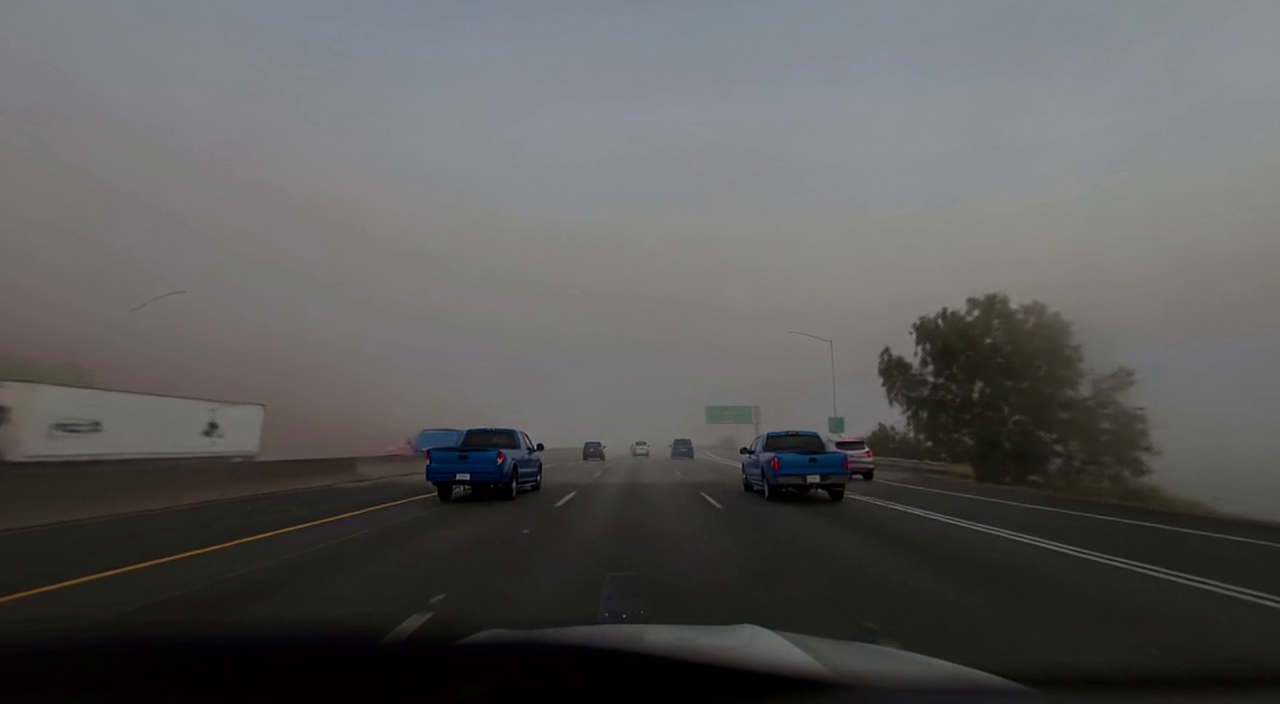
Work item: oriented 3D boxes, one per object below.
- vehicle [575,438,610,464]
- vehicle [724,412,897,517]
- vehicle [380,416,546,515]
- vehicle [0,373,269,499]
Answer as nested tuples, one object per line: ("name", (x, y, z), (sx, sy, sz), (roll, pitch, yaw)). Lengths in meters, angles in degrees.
("vehicle", (-3.441, 7.275, 46.642), (2.235, 1.785, 4.386), (0, -8, 1))
("vehicle", (3.594, 2.530, 14.761), (2.424, 1.952, 5.611), (0, -8, -1))
("vehicle", (-3.747, 2.530, 14.599), (2.227, 1.853, 5.161), (0, -8, 1))
("vehicle", (-24.330, 4.189, 30.421), (2.923, 4.450, 16.456), (-1, -9, 0))
